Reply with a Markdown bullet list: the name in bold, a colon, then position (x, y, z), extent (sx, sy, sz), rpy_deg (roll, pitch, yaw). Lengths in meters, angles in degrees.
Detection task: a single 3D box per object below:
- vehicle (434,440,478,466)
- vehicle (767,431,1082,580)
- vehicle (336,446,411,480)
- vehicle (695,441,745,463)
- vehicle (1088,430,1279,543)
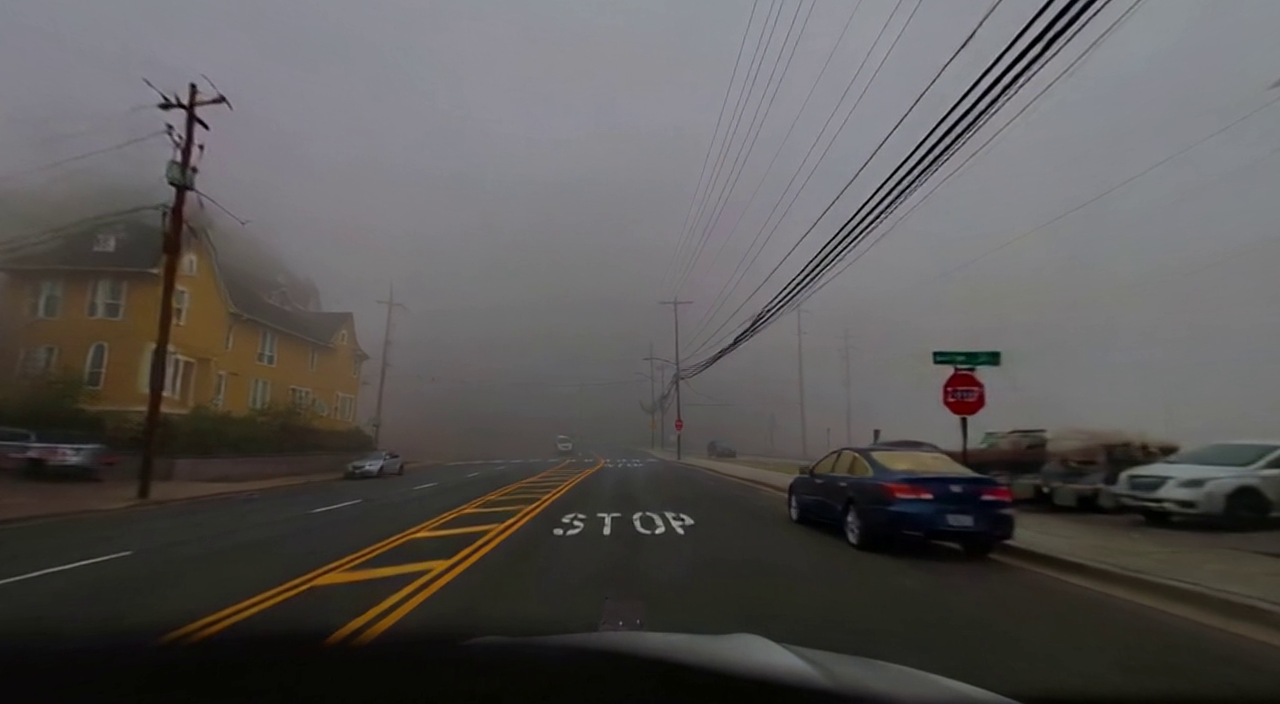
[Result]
- **vehicle**: position (-13.640, 7.521, 47.122), extent (1.940, 1.789, 5.086), rpy_deg (0, -8, -2)
- **vehicle**: position (3.293, 1.855, 8.623), extent (1.917, 1.434, 4.733), rpy_deg (0, -8, -3)
- **vehicle**: position (-12.747, 5.310, 30.534), extent (1.957, 1.459, 4.913), rpy_deg (1, -8, -6)
- **vehicle**: position (5.683, 7.205, 45.632), extent (2.081, 1.496, 4.490), rpy_deg (2, -9, -14)
- **vehicle**: position (9.486, 1.870, 8.988), extent (4.658, 1.465, 2.025), rpy_deg (-4, -9, 24)
